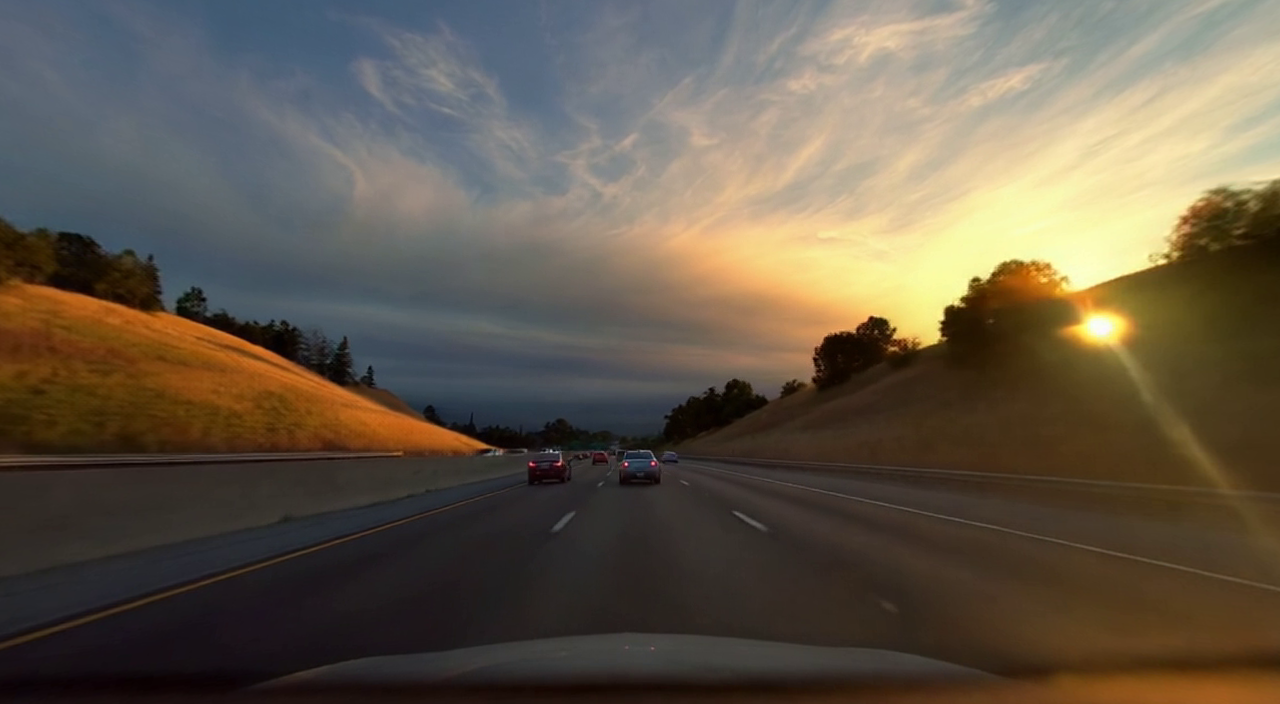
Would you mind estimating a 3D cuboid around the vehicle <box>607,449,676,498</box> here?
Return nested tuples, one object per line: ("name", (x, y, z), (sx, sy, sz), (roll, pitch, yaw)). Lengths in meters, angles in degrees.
("vehicle", (0.017, 3.857, 20.469), (2.023, 1.400, 4.028), (0, -9, -1))

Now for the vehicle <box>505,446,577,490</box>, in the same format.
("vehicle", (-3.897, 4.655, 25.592), (2.153, 1.581, 4.375), (0, -9, 0))
